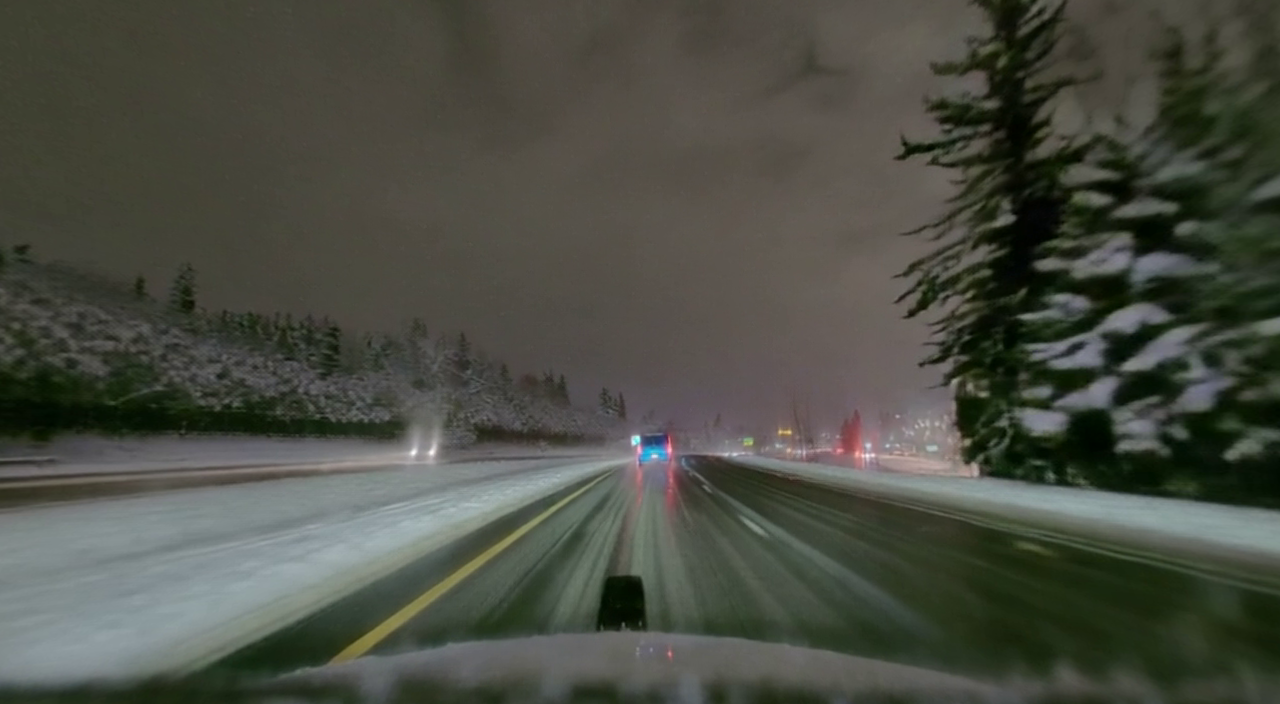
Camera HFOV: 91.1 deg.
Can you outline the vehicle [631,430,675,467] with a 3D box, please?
[{"bbox_3d":[0.873,6.074,39.724,2.546,2.126,5.153,-1,-8,2],"label":"vehicle"}]
